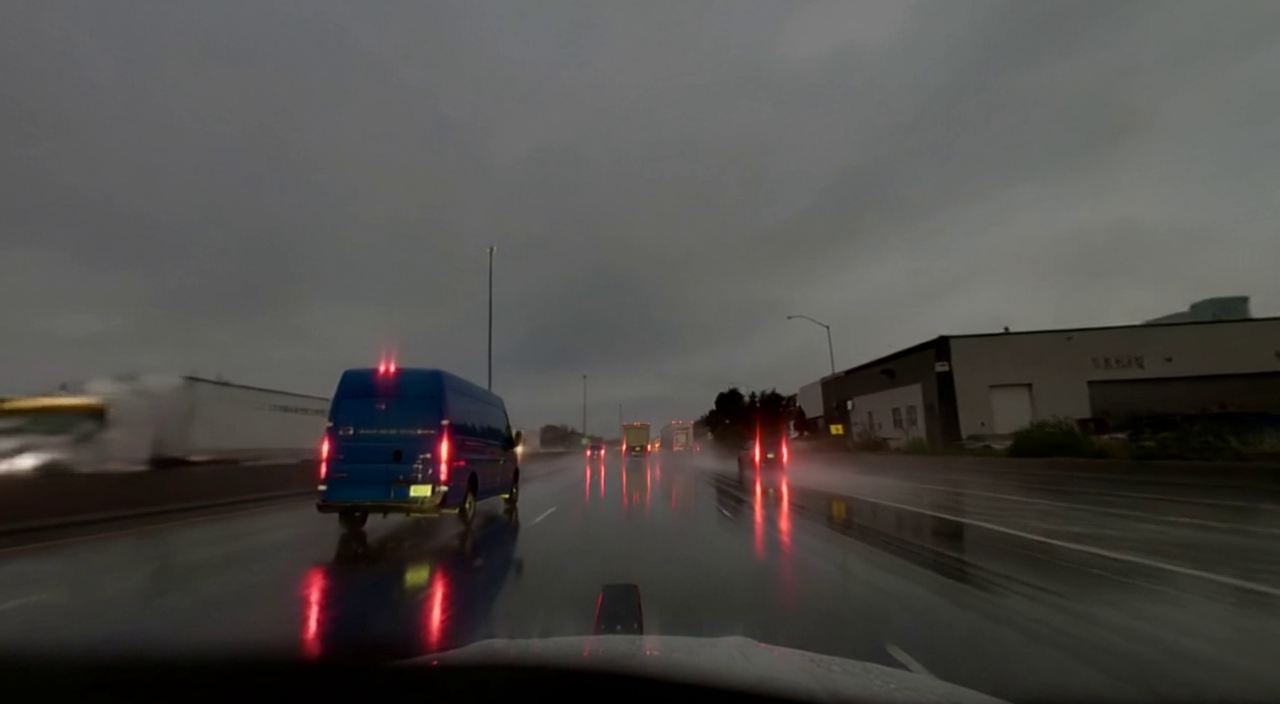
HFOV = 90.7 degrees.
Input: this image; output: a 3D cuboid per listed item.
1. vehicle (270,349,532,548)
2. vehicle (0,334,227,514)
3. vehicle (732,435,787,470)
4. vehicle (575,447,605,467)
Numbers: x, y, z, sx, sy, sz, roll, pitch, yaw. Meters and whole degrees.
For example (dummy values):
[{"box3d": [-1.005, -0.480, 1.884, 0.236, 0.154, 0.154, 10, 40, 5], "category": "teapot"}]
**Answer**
[{"box3d": [-4.017, 1.868, 12.548, 2.557, 2.855, 6.674, 0, -9, 0], "category": "vehicle"}, {"box3d": [-15.869, 2.170, 17.982, 3.008, 4.054, 7.573, 0, -9, 0], "category": "vehicle"}, {"box3d": [7.091, 6.045, 38.229, 2.216, 1.918, 5.742, 0, -9, 0], "category": "vehicle"}, {"box3d": [-3.826, 8.129, 49.336, 2.024, 1.472, 4.014, 0, -9, 0], "category": "vehicle"}]
